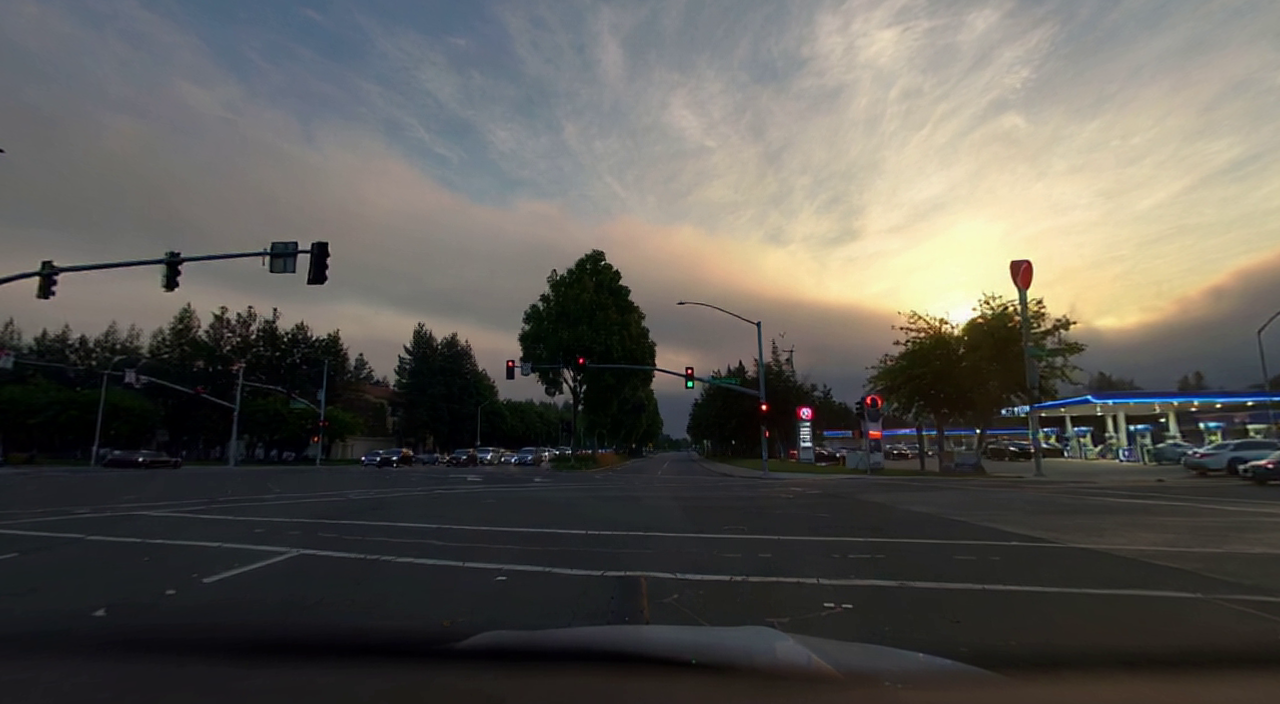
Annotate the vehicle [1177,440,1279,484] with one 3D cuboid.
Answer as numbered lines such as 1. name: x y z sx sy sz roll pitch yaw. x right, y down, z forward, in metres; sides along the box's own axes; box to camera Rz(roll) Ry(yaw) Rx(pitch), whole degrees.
1. vehicle: 22.090 3.781 21.836 4.716 1.455 2.060 -3 -9 17
